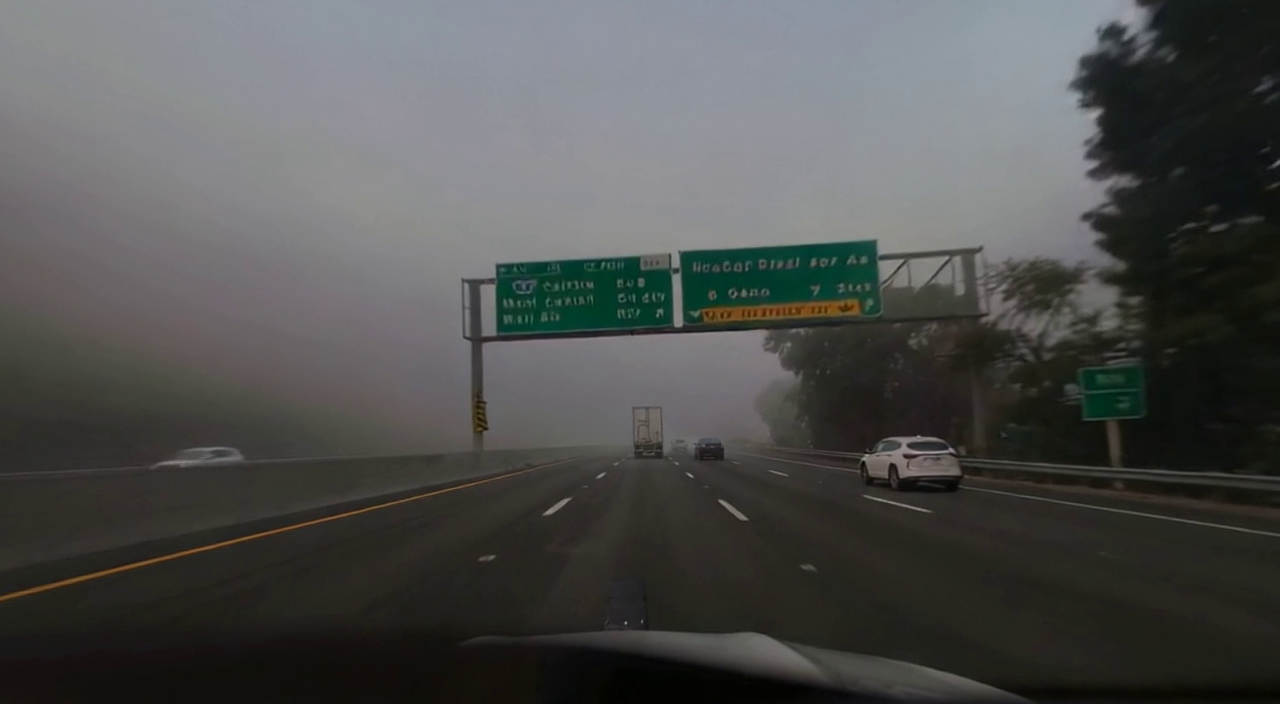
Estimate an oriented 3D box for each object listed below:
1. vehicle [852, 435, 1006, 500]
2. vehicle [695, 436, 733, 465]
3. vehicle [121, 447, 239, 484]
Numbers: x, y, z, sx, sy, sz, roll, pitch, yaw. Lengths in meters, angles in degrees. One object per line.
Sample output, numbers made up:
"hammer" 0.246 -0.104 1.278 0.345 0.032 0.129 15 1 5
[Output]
"vehicle" 7.143 2.883 16.159 1.982 1.440 4.171 0 -8 1
"vehicle" 4.466 5.976 38.423 1.880 1.624 3.941 0 -8 0
"vehicle" -22.896 5.634 31.683 2.032 1.684 5.065 0 -8 1
